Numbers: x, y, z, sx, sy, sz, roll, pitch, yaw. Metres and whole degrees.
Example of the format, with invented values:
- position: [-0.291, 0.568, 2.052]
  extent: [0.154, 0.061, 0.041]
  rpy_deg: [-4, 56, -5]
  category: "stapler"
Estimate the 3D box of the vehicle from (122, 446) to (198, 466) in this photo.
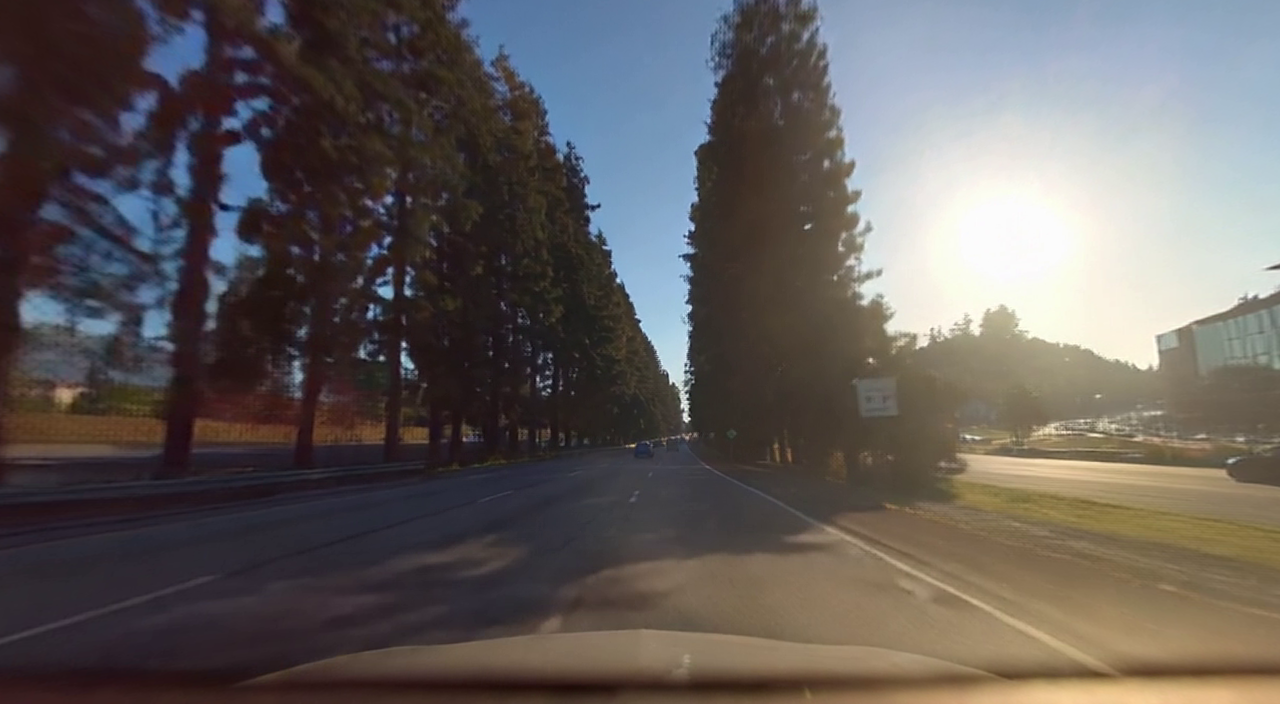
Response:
- position: [-37.005, 8.005, 48.749]
  extent: [1.877, 1.463, 4.583]
  rpy_deg: [-2, -9, 9]
  category: "vehicle"
